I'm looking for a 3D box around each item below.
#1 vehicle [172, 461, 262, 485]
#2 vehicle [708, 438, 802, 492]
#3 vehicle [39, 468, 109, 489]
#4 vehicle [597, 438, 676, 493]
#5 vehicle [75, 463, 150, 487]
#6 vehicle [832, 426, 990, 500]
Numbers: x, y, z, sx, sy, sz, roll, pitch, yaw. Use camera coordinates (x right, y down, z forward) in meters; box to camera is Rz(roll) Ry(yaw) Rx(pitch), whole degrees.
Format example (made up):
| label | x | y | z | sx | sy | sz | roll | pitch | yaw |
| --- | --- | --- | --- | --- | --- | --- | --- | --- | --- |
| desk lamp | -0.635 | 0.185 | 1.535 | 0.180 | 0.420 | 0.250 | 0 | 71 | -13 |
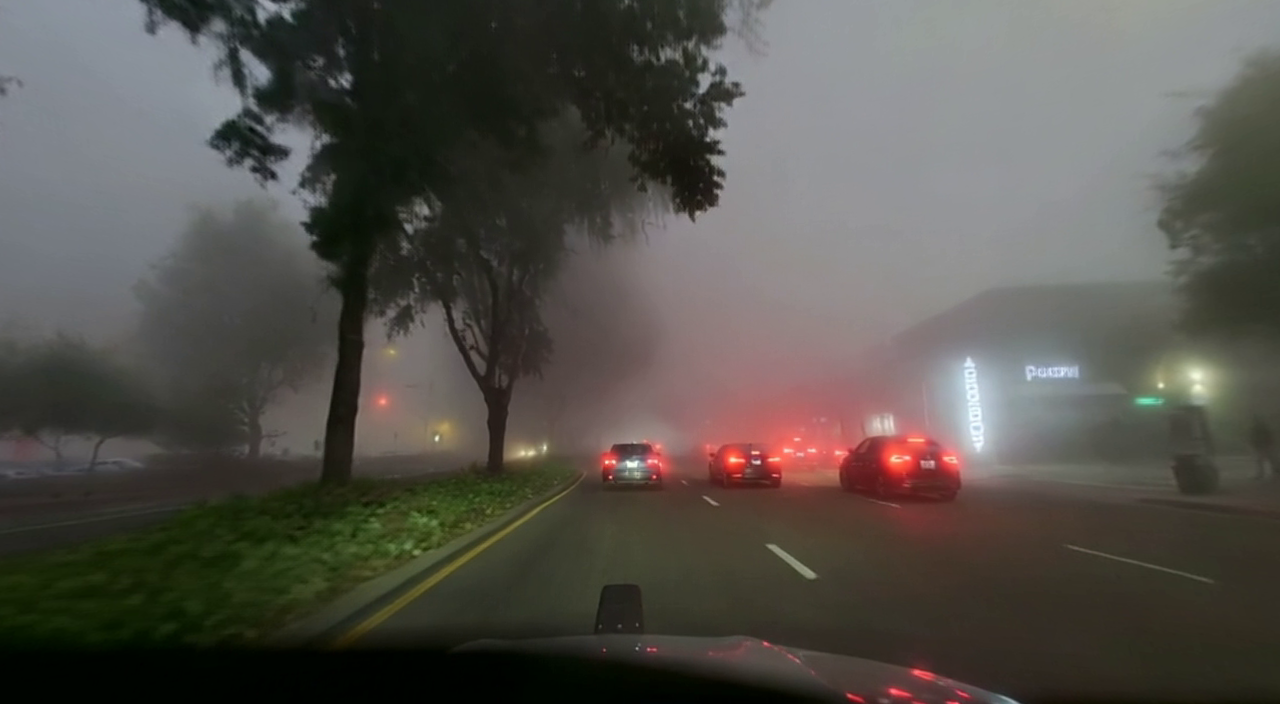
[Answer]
| label | x | y | z | sx | sy | sz | roll | pitch | yaw |
| --- | --- | --- | --- | --- | --- | --- | --- | --- | --- |
| vehicle | -28.230 | 8.076 | 42.283 | 4.693 | 1.499 | 1.838 | 0 | -9 | 0 |
| vehicle | 3.403 | 3.428 | 19.520 | 1.993 | 1.477 | 4.240 | 0 | -9 | -2 |
| vehicle | -43.932 | 9.811 | 49.146 | 1.926 | 1.430 | 3.780 | 0 | -9 | -1 |
| vehicle | -0.175 | 3.347 | 18.967 | 2.101 | 1.444 | 4.248 | 0 | -9 | -2 |
| vehicle | -41.124 | 9.607 | 49.407 | 1.864 | 1.585 | 4.629 | -2 | -8 | 0 |
| vehicle | 7.070 | 2.957 | 17.208 | 2.052 | 1.708 | 4.842 | 0 | -9 | -1 |
